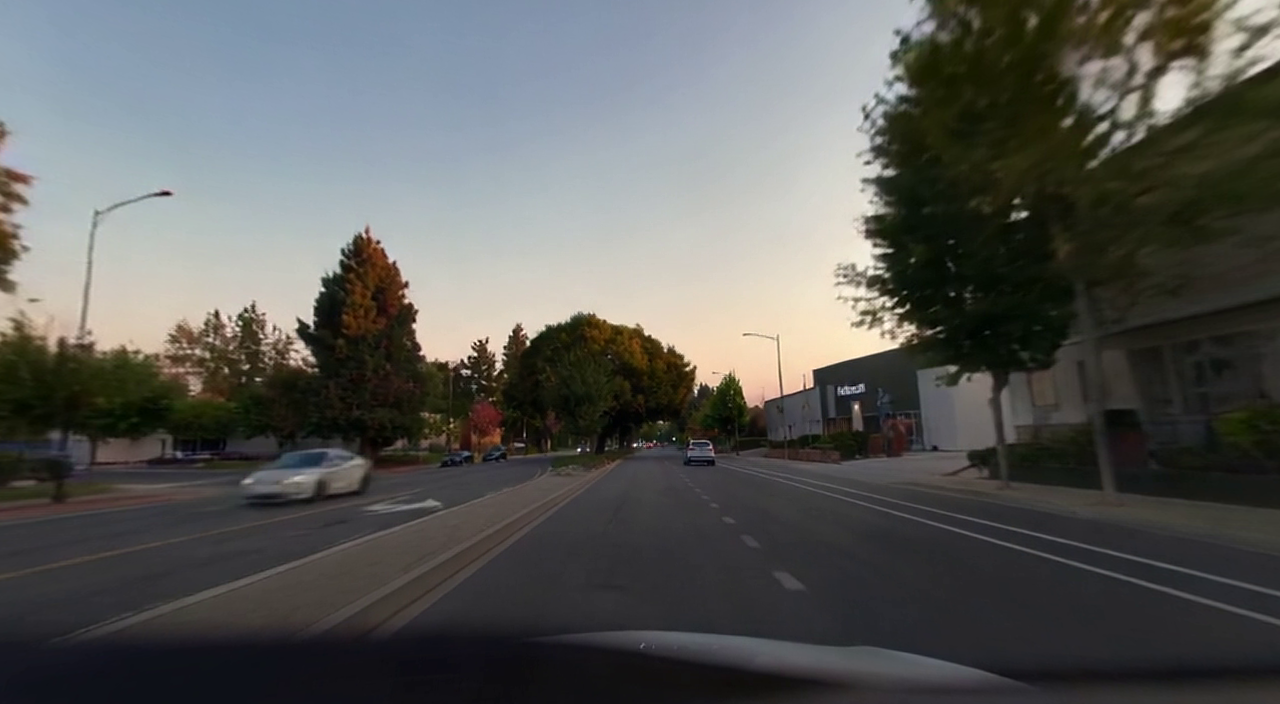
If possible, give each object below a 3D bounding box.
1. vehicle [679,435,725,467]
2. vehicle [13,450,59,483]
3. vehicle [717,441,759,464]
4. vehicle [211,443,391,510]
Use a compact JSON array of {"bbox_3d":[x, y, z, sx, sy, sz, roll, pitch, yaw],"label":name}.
[{"bbox_3d":[3.558,5.807,37.004,2.143,1.759,4.378,0,-8,-1],"label":"vehicle"},{"bbox_3d":[-43.734,8.213,45.560,2.110,2.194,4.475,8,-11,-44],"label":"vehicle"},{"bbox_3d":[6.675,6.872,43.291,2.100,1.491,4.563,0,-8,0],"label":"vehicle"},{"bbox_3d":[-8.624,3.163,16.601,2.283,1.509,4.272,0,-8,1],"label":"vehicle"}]
